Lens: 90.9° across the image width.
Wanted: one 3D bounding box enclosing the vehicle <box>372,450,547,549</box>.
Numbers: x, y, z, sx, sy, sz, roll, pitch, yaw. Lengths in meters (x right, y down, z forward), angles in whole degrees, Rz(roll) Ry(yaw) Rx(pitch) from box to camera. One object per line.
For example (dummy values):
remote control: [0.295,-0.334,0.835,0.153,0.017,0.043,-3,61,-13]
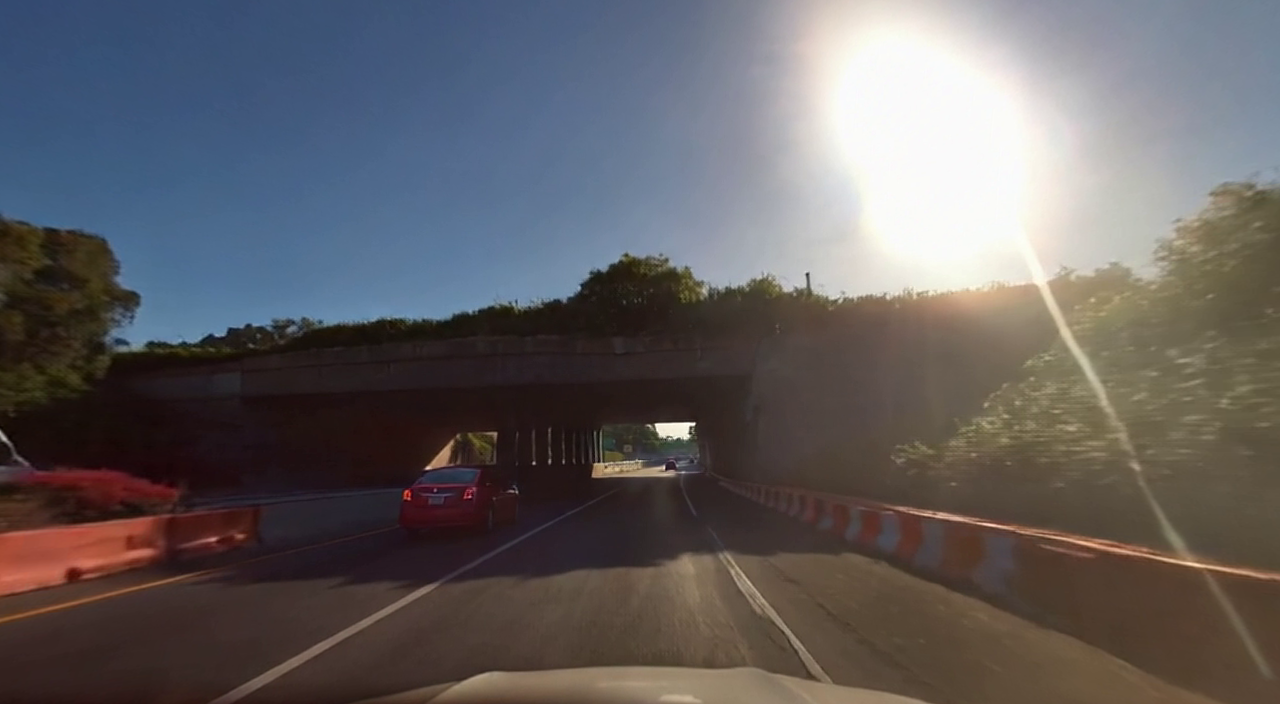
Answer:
vehicle: [-3.071,2.616,11.638,1.992,1.466,3.690,0,-10,2]
